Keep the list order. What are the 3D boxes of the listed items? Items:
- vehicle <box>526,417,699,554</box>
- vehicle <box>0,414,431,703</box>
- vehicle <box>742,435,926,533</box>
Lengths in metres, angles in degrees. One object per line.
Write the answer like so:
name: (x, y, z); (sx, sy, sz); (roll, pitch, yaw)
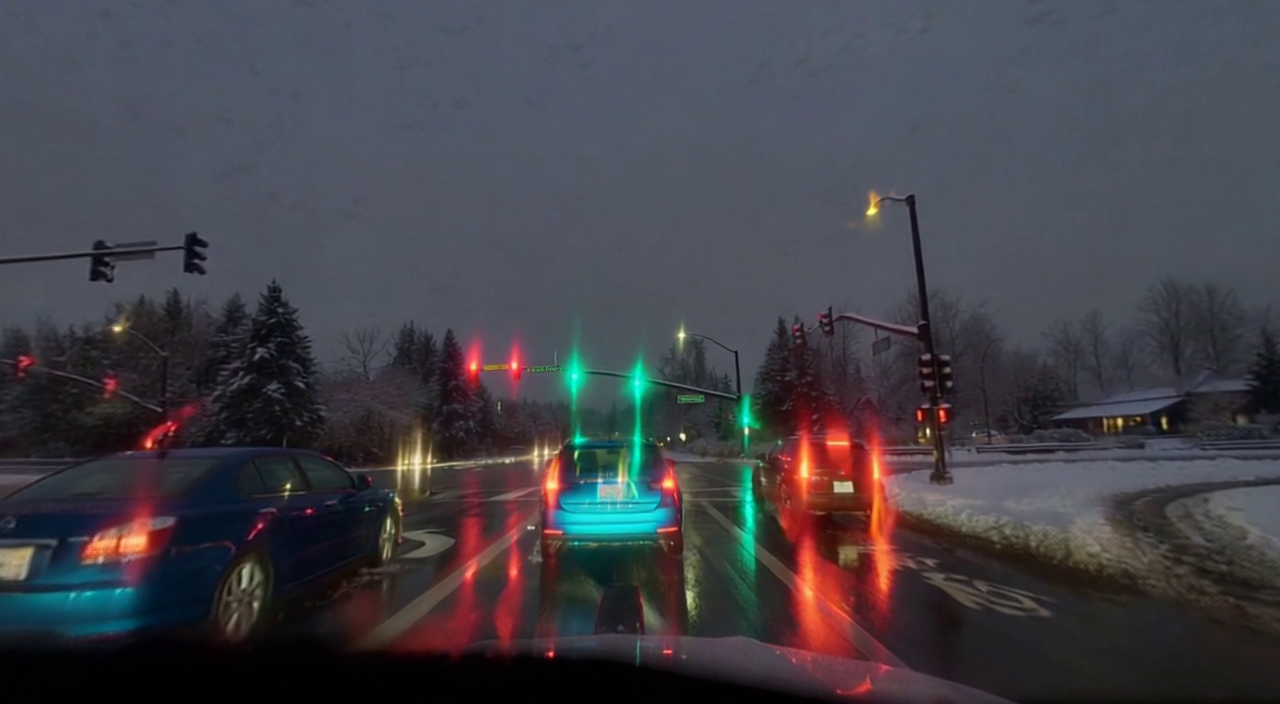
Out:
vehicle: (-0.344, 1.865, 9.460); (2.038, 1.599, 3.844); (0, -8, 0)
vehicle: (-3.582, 1.387, 5.429); (2.052, 1.472, 4.479); (0, -8, 0)
vehicle: (3.279, 2.322, 11.767); (1.970, 1.449, 4.433); (0, -8, -1)
